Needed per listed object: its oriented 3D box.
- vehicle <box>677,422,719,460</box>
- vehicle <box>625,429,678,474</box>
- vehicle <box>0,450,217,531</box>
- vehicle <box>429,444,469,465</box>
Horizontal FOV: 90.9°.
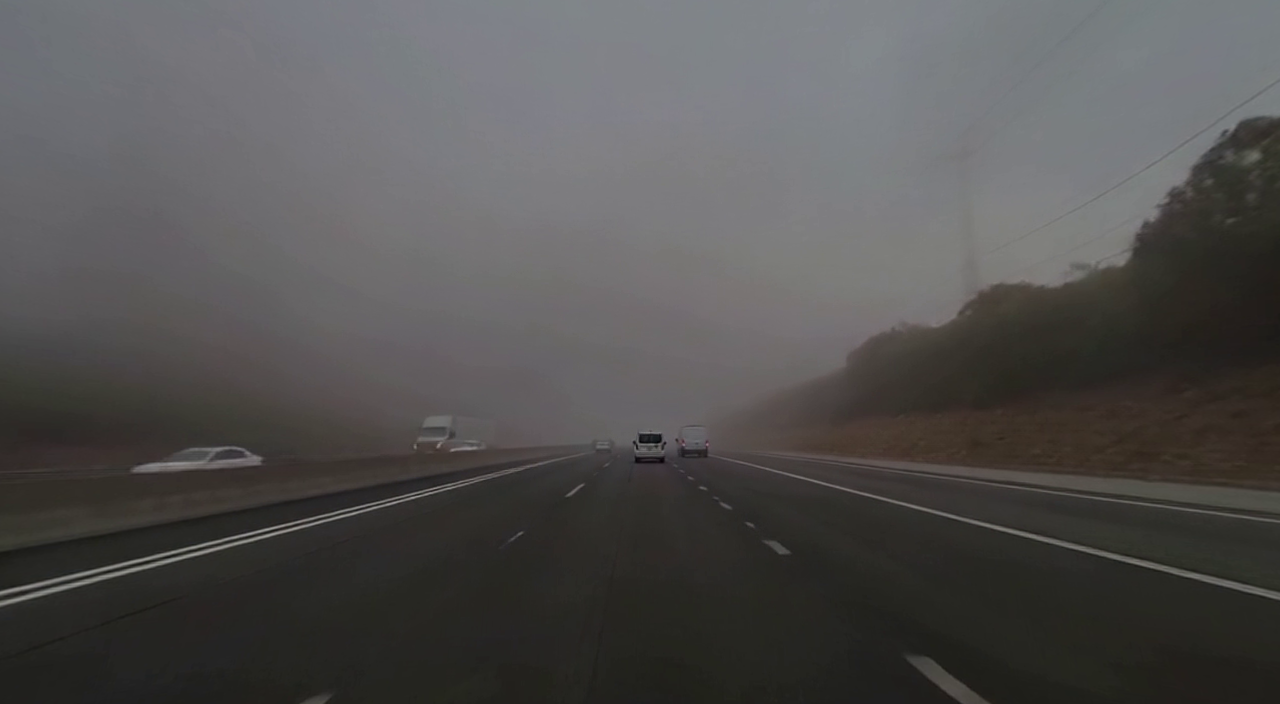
[{"bbox_3d":[3.894,6.123,43.460,2.348,2.429,5.172,0,-8,-1],"label":"vehicle"},{"bbox_3d":[0.462,4.314,27.789,2.159,1.811,4.238,0,-8,-1],"label":"vehicle"},{"bbox_3d":[-11.894,3.000,14.238,1.872,1.450,4.016,0,-8,0],"label":"vehicle"},{"bbox_3d":[-14.635,7.823,48.473,1.786,1.505,3.853,0,-8,1],"label":"vehicle"}]
